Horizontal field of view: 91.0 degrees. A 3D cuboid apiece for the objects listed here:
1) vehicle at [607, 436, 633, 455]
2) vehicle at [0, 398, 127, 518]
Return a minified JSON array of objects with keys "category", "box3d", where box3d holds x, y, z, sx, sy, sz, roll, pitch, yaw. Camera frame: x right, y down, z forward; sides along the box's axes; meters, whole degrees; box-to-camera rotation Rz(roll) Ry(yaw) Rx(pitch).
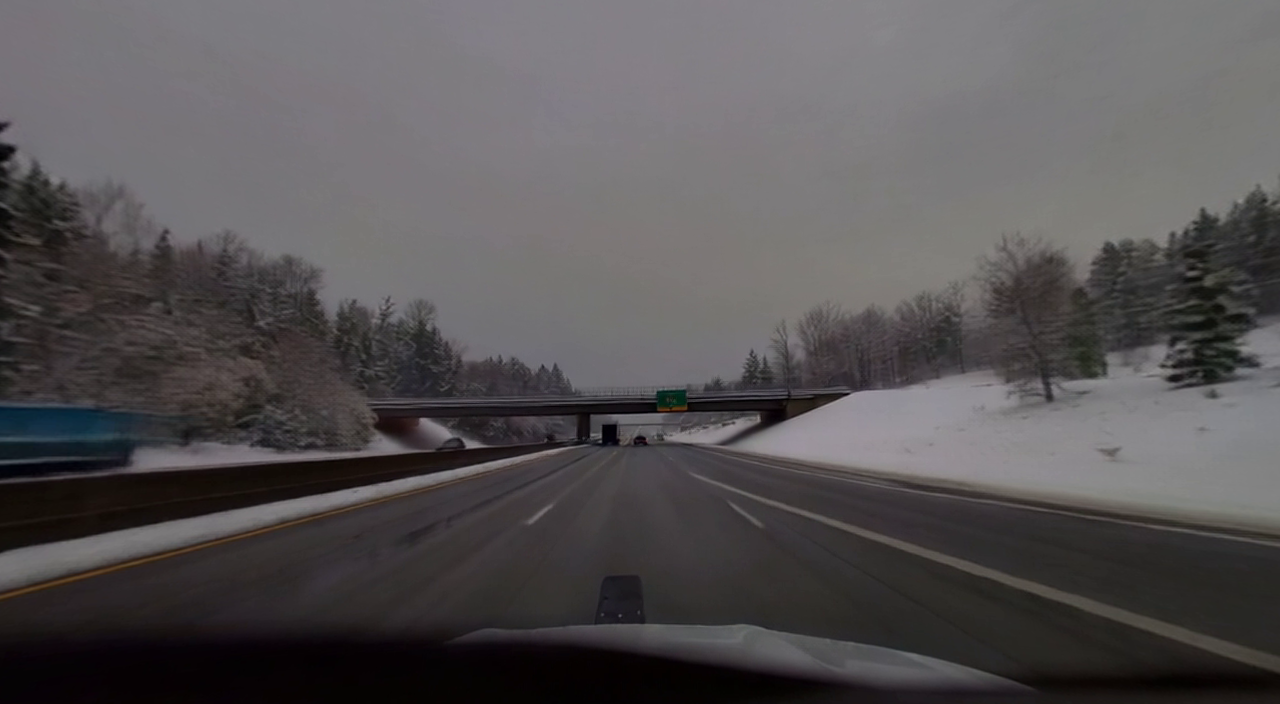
[{"category":"vehicle","box3d":[-1.623,7.391,49.984,1.952,1.438,3.702,0,-8,-3]},{"category":"vehicle","box3d":[-16.315,2.575,15.326,2.555,2.773,5.874,0,-8,0]}]
